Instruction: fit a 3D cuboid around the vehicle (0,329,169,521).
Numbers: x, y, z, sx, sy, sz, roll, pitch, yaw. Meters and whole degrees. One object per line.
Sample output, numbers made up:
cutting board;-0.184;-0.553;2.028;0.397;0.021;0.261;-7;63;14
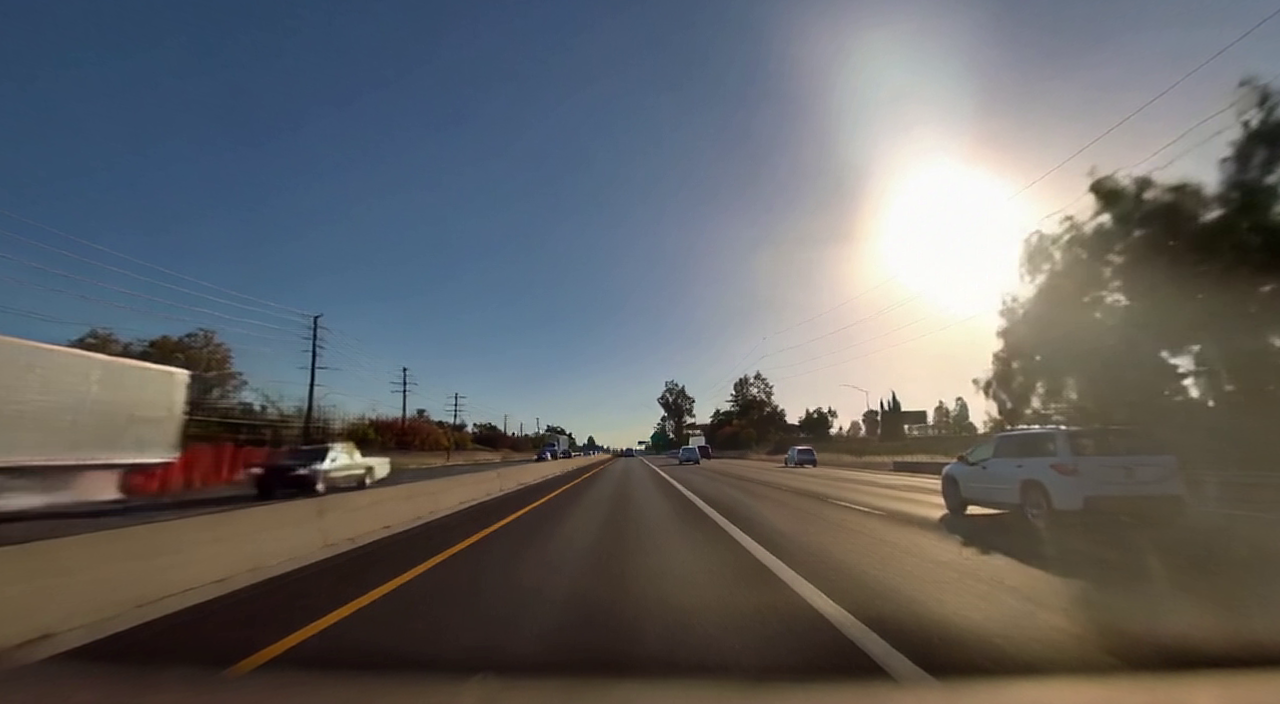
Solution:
vehicle;-15.325;1.040;10.083;3.035;4.124;16.807;0;-9;-1

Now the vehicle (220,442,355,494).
vehicle;-11.797;3.893;21.593;1.983;1.581;4.625;0;-9;-1

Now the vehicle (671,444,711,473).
vehicle;3.036;6.447;38.471;2.018;1.600;4.121;0;-9;-2

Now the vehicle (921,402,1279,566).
vehicle;6.853;1.917;10.008;2.244;1.858;5.414;0;-9;-1

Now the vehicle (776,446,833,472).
vehicle;10.060;6.594;39.138;1.987;1.502;5.130;0;-9;-2
